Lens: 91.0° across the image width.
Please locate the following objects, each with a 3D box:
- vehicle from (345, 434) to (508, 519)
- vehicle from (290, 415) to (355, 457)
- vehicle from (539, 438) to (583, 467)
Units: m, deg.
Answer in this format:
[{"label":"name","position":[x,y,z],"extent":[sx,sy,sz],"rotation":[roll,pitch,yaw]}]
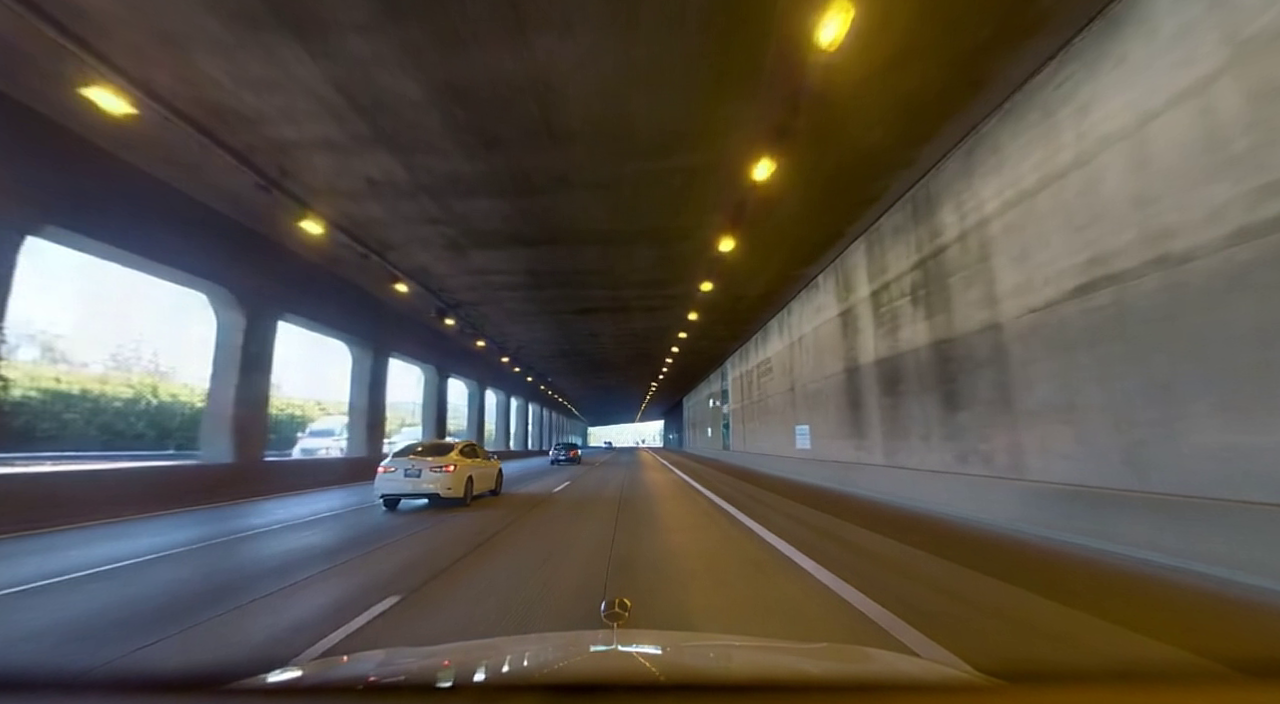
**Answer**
[{"label":"vehicle","position":[-4.088,2.430,12.894],"extent":[1.885,1.424,4.230],"rotation":[-1,-8,0]},{"label":"vehicle","position":[-24.218,6.420,48.191],"extent":[2.808,3.064,3.757],"rotation":[0,-8,0]},{"label":"vehicle","position":[-4.359,5.605,35.253],"extent":[1.973,1.474,4.199],"rotation":[-1,-8,0]}]
